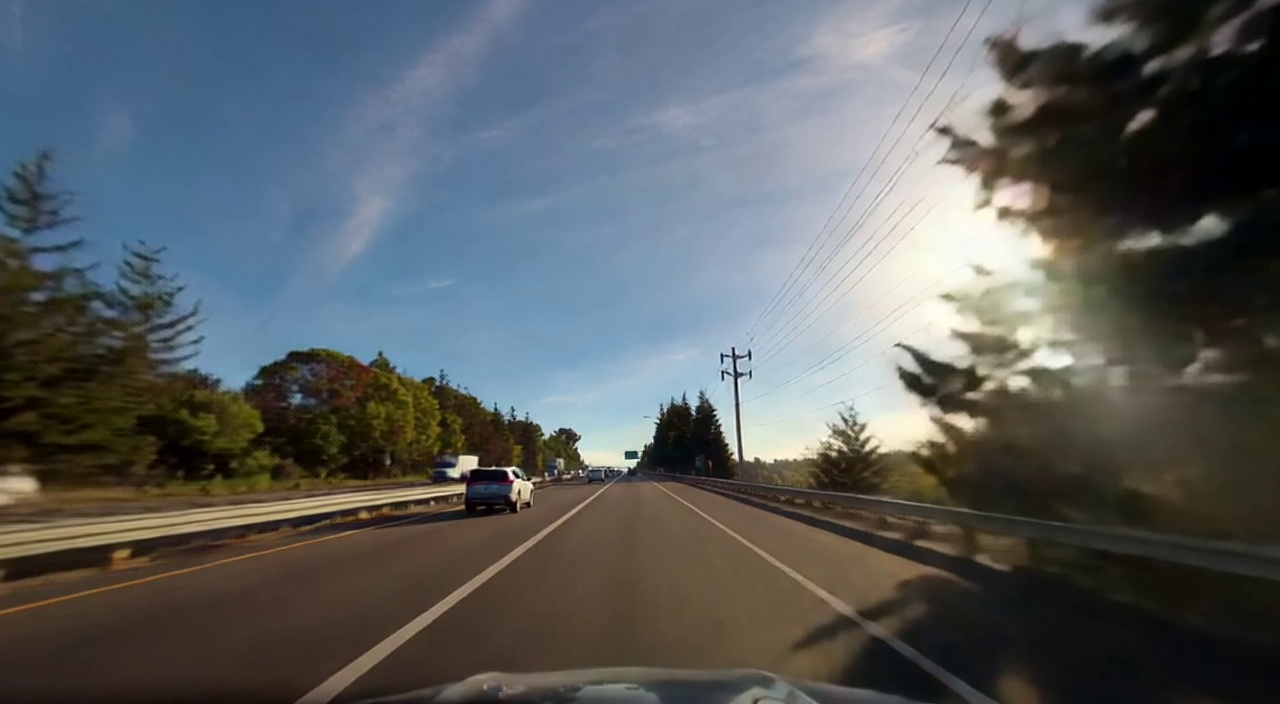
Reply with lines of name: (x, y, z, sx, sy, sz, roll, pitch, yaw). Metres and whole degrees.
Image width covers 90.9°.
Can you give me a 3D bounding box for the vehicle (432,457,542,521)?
vehicle: (-4.069, 3.735, 17.538, 1.963, 1.501, 4.227, 1, -10, 0)
